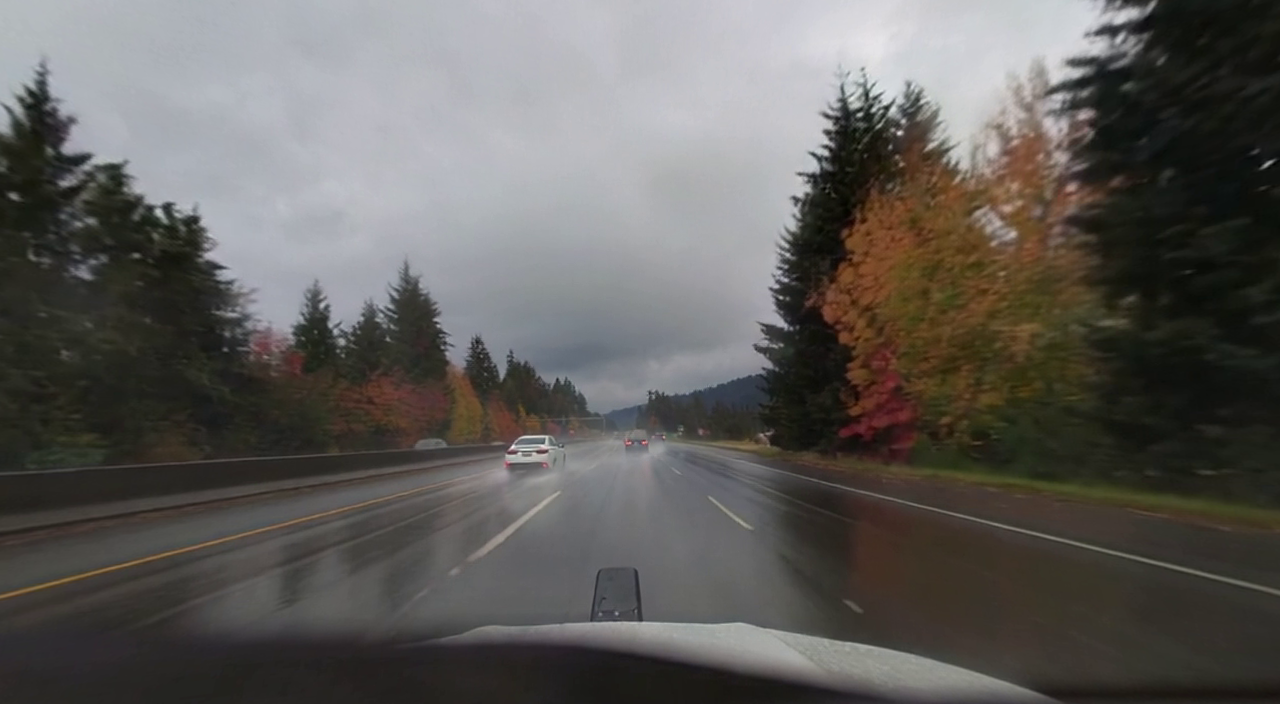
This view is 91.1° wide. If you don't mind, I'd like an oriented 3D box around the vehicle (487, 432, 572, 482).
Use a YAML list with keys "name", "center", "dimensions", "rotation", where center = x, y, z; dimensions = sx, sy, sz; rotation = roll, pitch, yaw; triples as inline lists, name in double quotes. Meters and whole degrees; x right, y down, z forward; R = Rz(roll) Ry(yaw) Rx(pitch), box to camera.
- name: "vehicle"
  center: [-3.605, 3.530, 21.432]
  dimensions: [2.103, 1.507, 4.367]
  rotation: [0, -8, 0]
